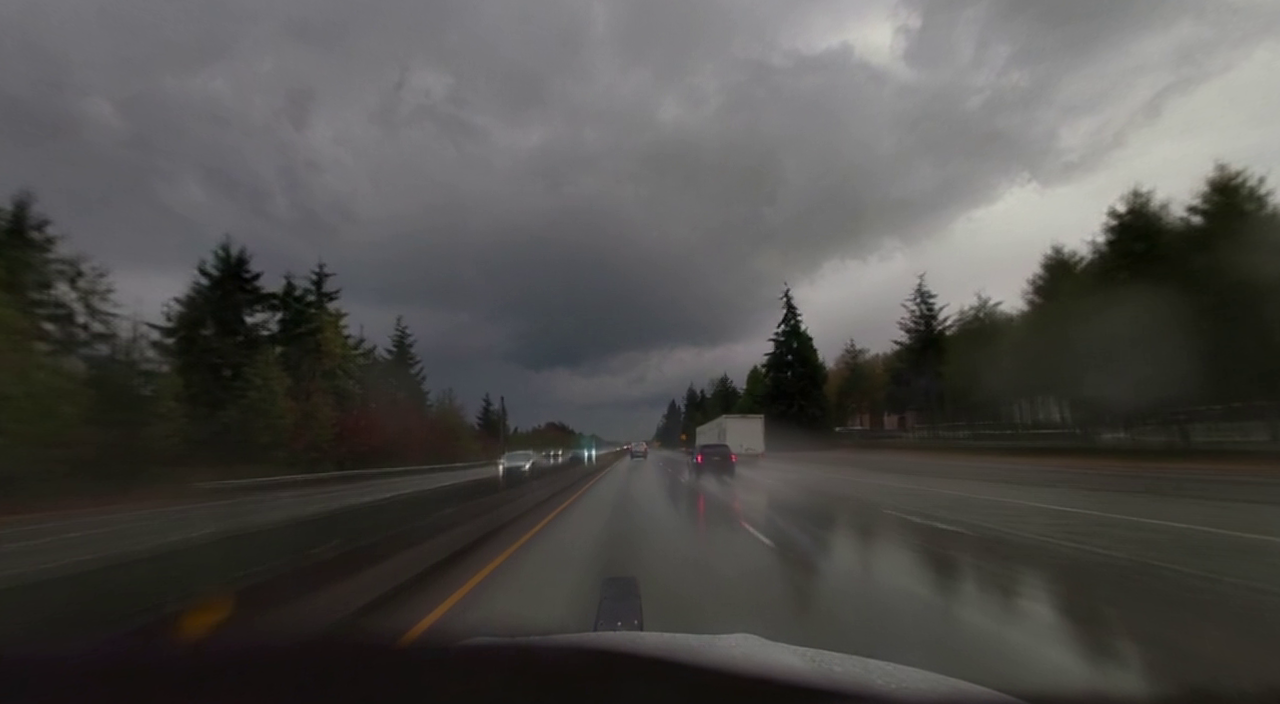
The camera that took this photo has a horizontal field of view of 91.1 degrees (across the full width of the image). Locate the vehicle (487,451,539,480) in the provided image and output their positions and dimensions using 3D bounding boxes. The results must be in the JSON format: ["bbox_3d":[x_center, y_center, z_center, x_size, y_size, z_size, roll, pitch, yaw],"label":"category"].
[{"bbox_3d":[-7.129,6.397,35.685,1.979,1.503,4.572,0,-9,0],"label":"vehicle"}]

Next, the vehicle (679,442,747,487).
[{"bbox_3d":[2.853,4.546,25.804,2.123,1.620,4.959,0,-9,-1],"label":"vehicle"}]

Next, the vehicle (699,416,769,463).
[{"bbox_3d":[6.834,6.693,47.332,3.536,3.160,9.428,0,-9,-2],"label":"vehicle"}]
